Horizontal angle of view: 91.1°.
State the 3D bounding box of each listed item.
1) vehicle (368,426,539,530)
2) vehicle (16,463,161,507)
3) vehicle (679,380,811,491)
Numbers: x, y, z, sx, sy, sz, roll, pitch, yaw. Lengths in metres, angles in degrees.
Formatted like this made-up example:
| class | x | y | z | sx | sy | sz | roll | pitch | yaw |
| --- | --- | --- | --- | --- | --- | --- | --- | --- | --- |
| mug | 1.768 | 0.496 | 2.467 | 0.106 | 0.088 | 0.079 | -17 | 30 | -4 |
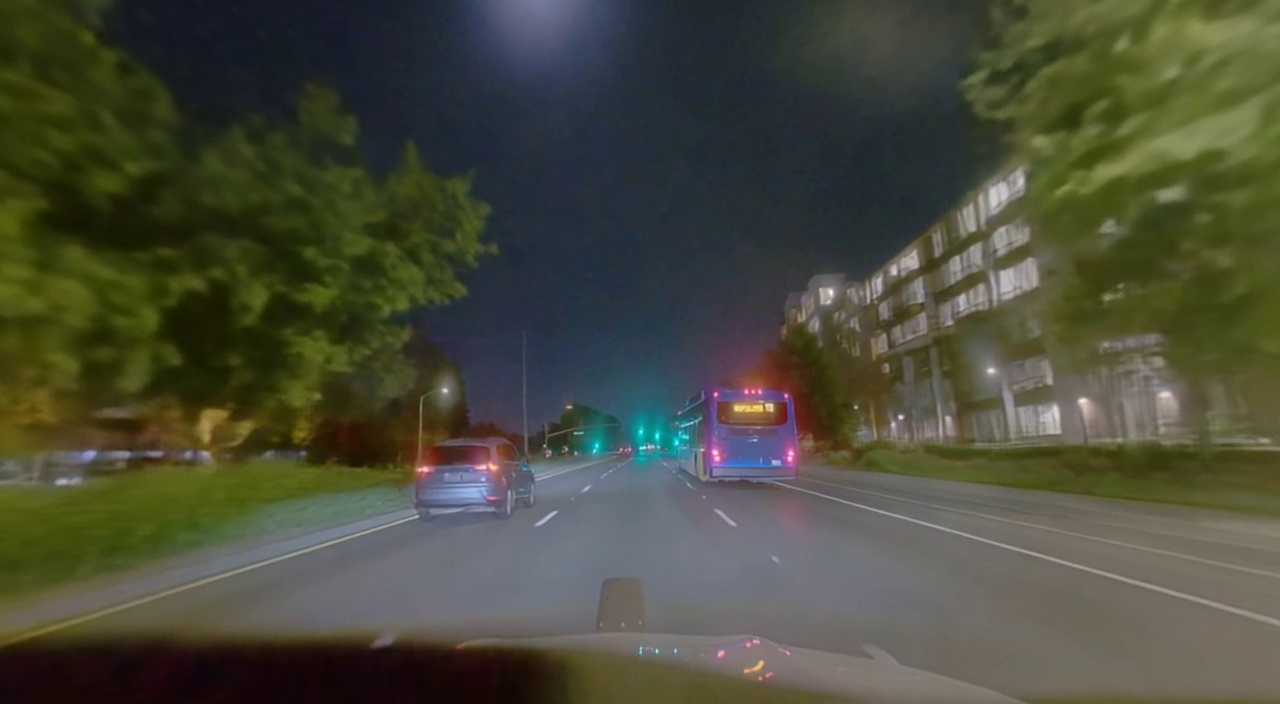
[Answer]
| class | x | y | z | sx | sy | sz | roll | pitch | yaw |
| --- | --- | --- | --- | --- | --- | --- | --- | --- | --- |
| vehicle | -3.559 | 2.479 | 13.003 | 2.111 | 1.767 | 4.333 | 0 | -8 | 1 |
| vehicle | -22.110 | 5.326 | 25.453 | 1.812 | 1.476 | 4.383 | 0 | -8 | 2 |
| vehicle | 3.501 | 3.410 | 25.073 | 3.072 | 3.278 | 12.747 | 0 | -8 | 0 |
